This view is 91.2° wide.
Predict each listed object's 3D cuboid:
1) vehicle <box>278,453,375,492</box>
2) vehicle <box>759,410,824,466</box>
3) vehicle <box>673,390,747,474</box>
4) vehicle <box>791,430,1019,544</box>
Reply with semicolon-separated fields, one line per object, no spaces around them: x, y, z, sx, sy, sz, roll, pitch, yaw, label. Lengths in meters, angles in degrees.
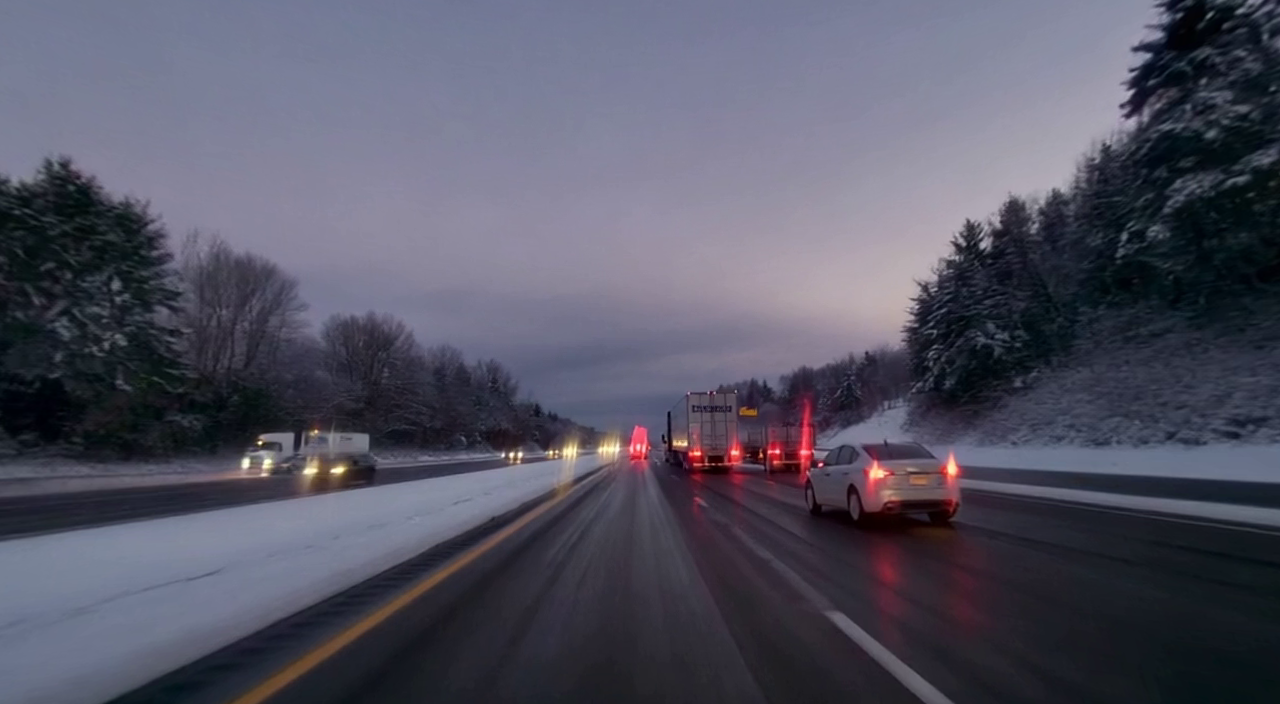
-13.327;5.135;27.011;1.856;1.463;4.508;0;-9;0;vehicle
11.606;6.800;49.008;2.938;3.990;8.556;0;-9;0;vehicle
3.616;4.608;35.096;3.025;4.010;9.542;0;-9;0;vehicle
4.026;2.112;10.407;1.948;1.481;3.955;0;-9;-2;vehicle
